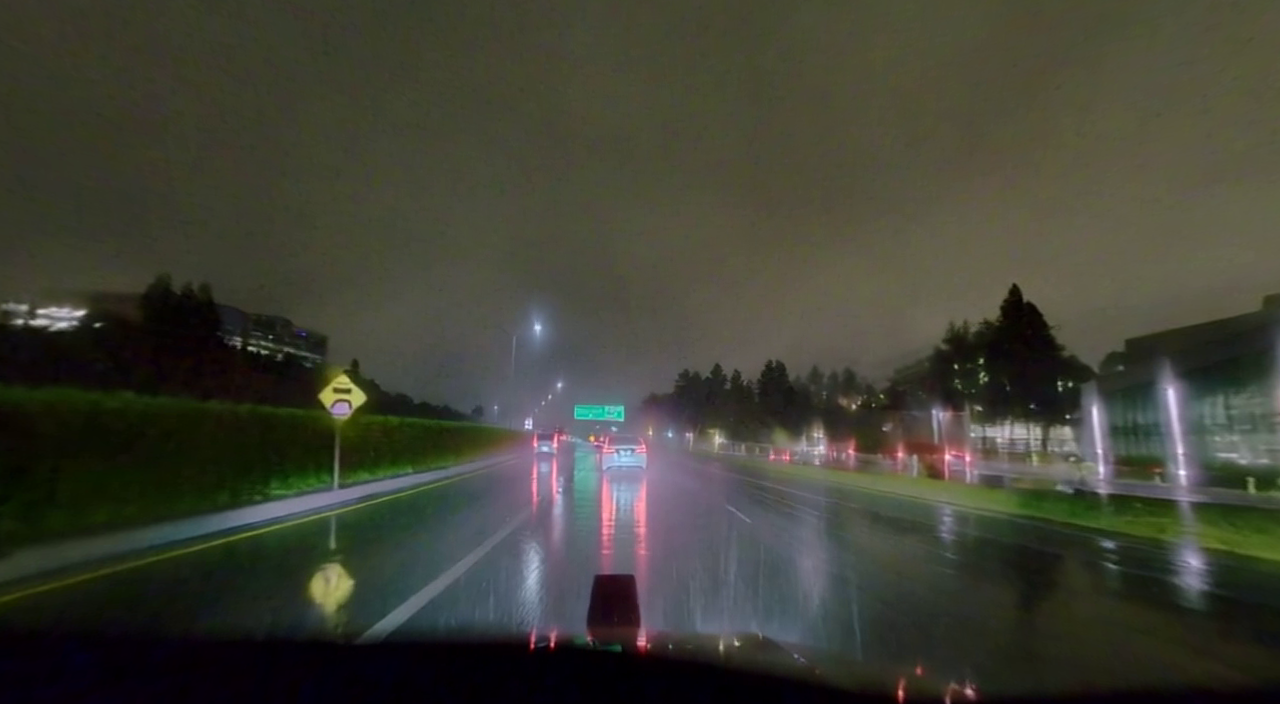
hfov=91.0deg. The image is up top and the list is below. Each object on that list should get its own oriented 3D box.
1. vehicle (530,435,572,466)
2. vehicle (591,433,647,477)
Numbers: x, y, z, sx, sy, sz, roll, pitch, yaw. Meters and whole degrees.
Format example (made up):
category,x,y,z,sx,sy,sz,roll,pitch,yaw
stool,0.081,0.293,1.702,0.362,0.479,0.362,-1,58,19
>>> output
category,x,y,z,sx,sy,sz,roll,pitch,yaw
vehicle,-5.290,5.890,37.929,2.080,1.733,4.410,0,-8,-3
vehicle,-0.866,4.134,25.540,2.078,1.608,3.982,0,-8,-3
